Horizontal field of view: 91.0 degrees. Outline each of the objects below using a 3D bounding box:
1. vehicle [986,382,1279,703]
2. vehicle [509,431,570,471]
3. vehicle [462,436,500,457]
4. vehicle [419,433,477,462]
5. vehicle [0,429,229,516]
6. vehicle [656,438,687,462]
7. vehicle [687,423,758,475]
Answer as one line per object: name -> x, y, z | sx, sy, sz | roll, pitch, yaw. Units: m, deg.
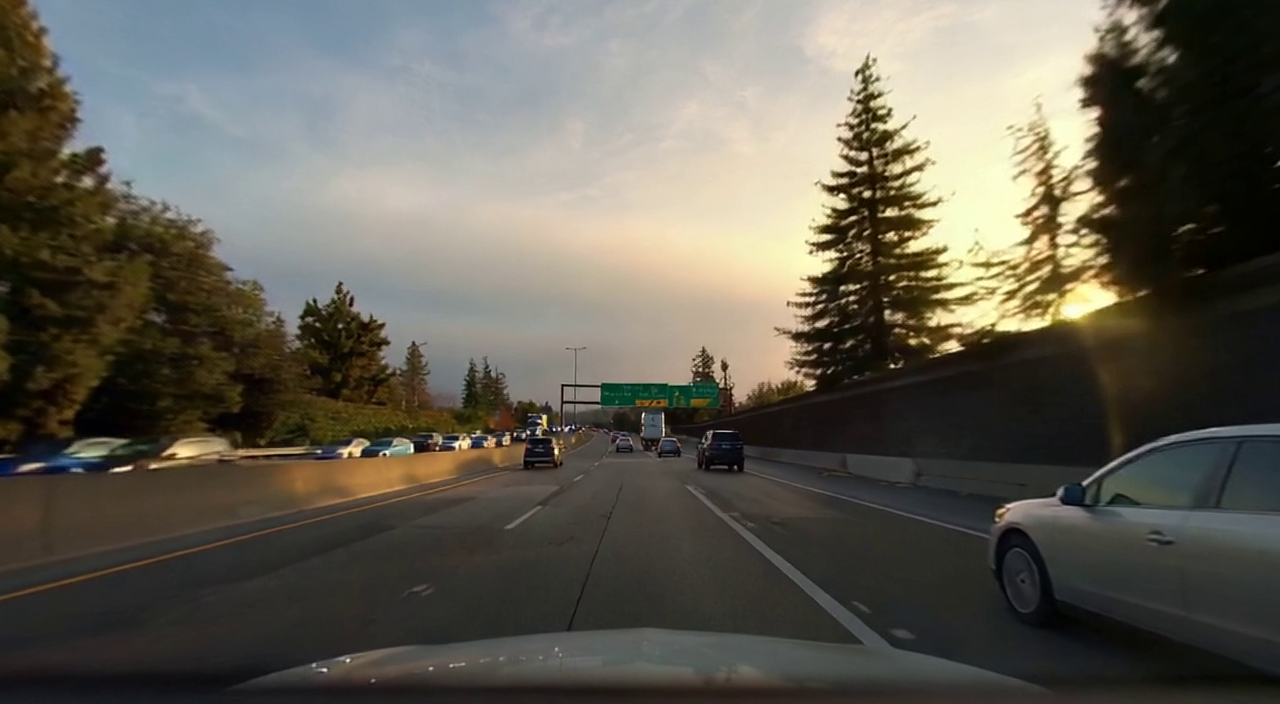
vehicle -> 3.655, 0.859, 2.436 | 2.127, 1.497, 4.445 | 0, -8, 1
vehicle -> -4.465, 4.465, 28.552 | 2.058, 1.689, 4.315 | 0, -8, 0
vehicle -> -11.680, 6.985, 46.534 | 1.727, 1.433, 3.940 | 0, -8, 1
vehicle -> -11.008, 5.523, 36.457 | 1.948, 1.538, 4.322 | 0, -8, 1
vehicle -> -10.470, 2.301, 12.534 | 1.944, 1.446, 3.739 | 0, -8, 1
vehicle -> 1.996, 6.364, 41.106 | 1.844, 1.462, 3.736 | 0, -8, 0
vehicle -> 3.323, 4.065, 26.614 | 2.207, 1.937, 5.610 | 0, -8, 0
